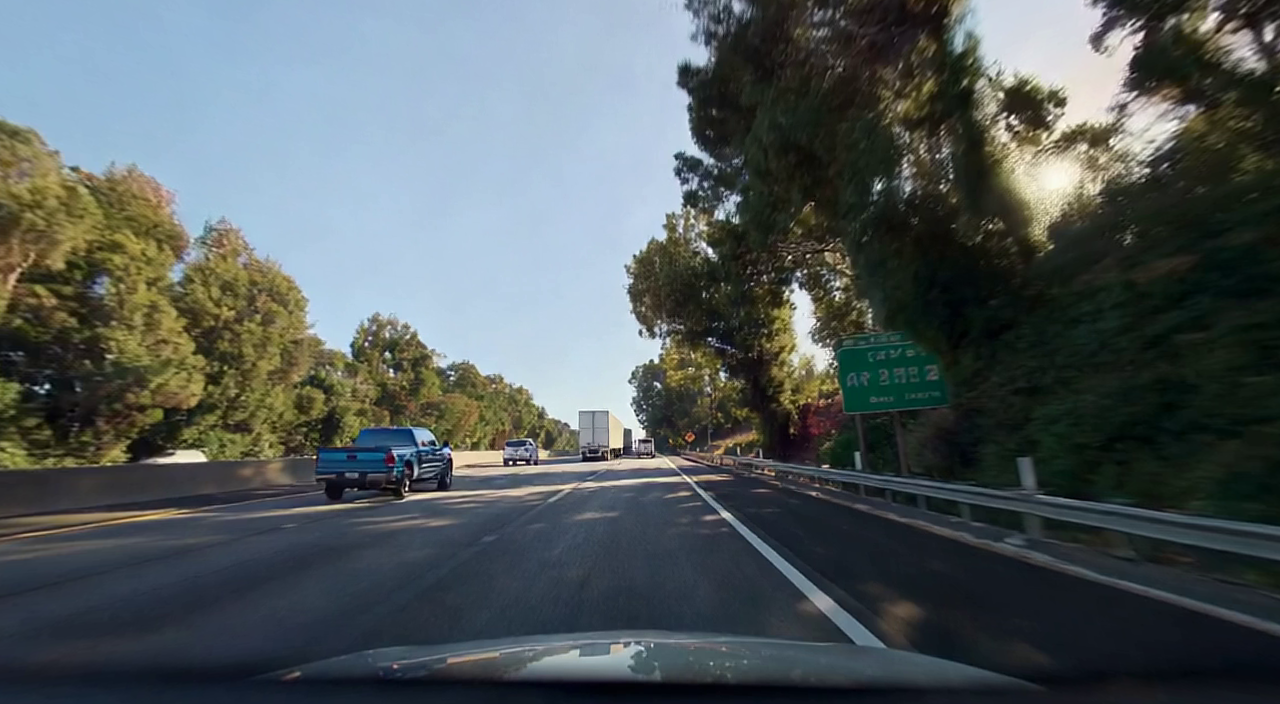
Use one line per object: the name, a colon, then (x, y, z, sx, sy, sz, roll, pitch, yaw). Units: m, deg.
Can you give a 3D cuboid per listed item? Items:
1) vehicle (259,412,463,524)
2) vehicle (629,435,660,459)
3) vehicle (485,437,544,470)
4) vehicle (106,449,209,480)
vehicle: (-5.405, 2.315, 13.098, 2.149, 1.884, 4.627, 0, -8, -1)
vehicle: (0.303, 6.801, 45.309, 2.072, 1.630, 4.529, 0, -8, 0)
vehicle: (-7.246, 5.956, 37.144, 2.258, 1.785, 5.318, 0, -8, 1)
vehicle: (-29.658, 6.891, 39.046, 2.067, 1.748, 5.399, 0, -8, 1)
